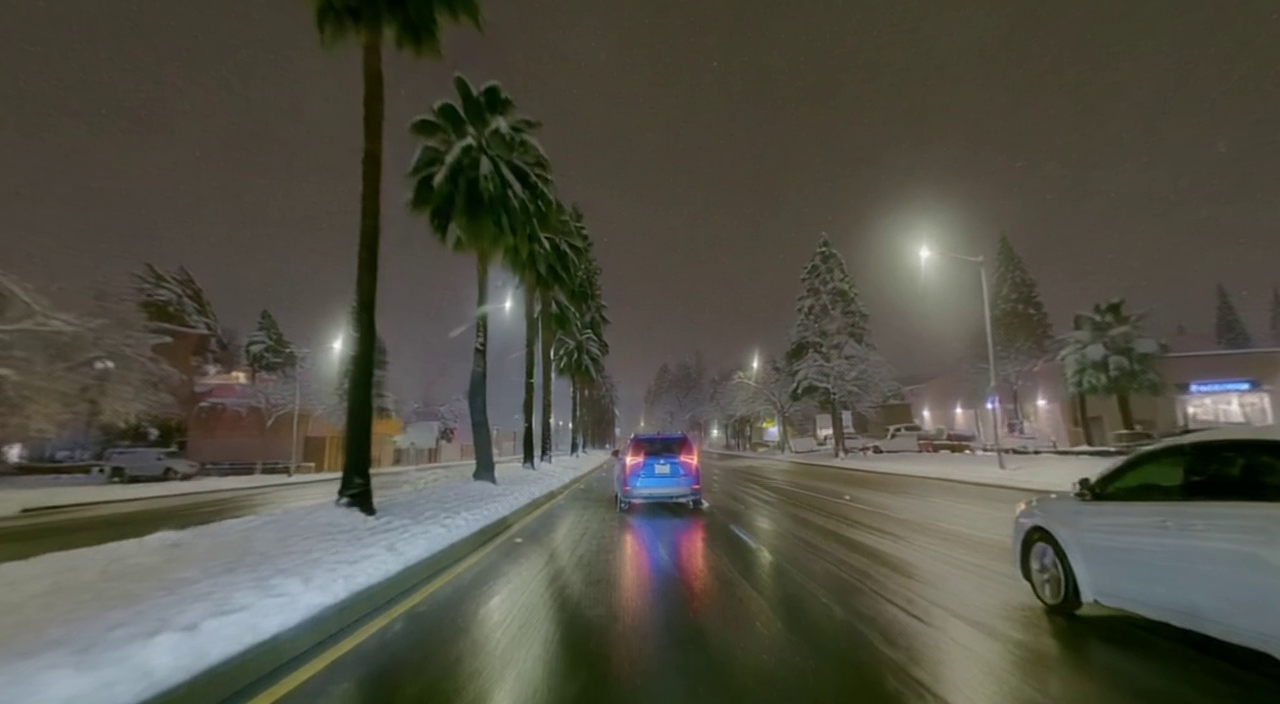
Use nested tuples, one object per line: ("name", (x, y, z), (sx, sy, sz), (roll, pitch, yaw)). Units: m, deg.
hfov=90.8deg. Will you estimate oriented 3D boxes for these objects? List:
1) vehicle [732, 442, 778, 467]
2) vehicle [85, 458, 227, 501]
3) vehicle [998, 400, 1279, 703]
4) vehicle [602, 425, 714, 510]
("vehicle", (6.993, 6.263, 38.887), (1.930, 1.457, 4.267), (0, -8, -2))
("vehicle", (-19.385, 5.081, 25.627), (1.848, 1.460, 4.641), (-1, -8, 4))
("vehicle", (3.827, 0.934, 2.682), (1.941, 1.472, 4.570), (0, -8, 0))
("vehicle", (0.284, 2.633, 14.861), (2.239, 1.693, 4.301), (0, -8, -2))
